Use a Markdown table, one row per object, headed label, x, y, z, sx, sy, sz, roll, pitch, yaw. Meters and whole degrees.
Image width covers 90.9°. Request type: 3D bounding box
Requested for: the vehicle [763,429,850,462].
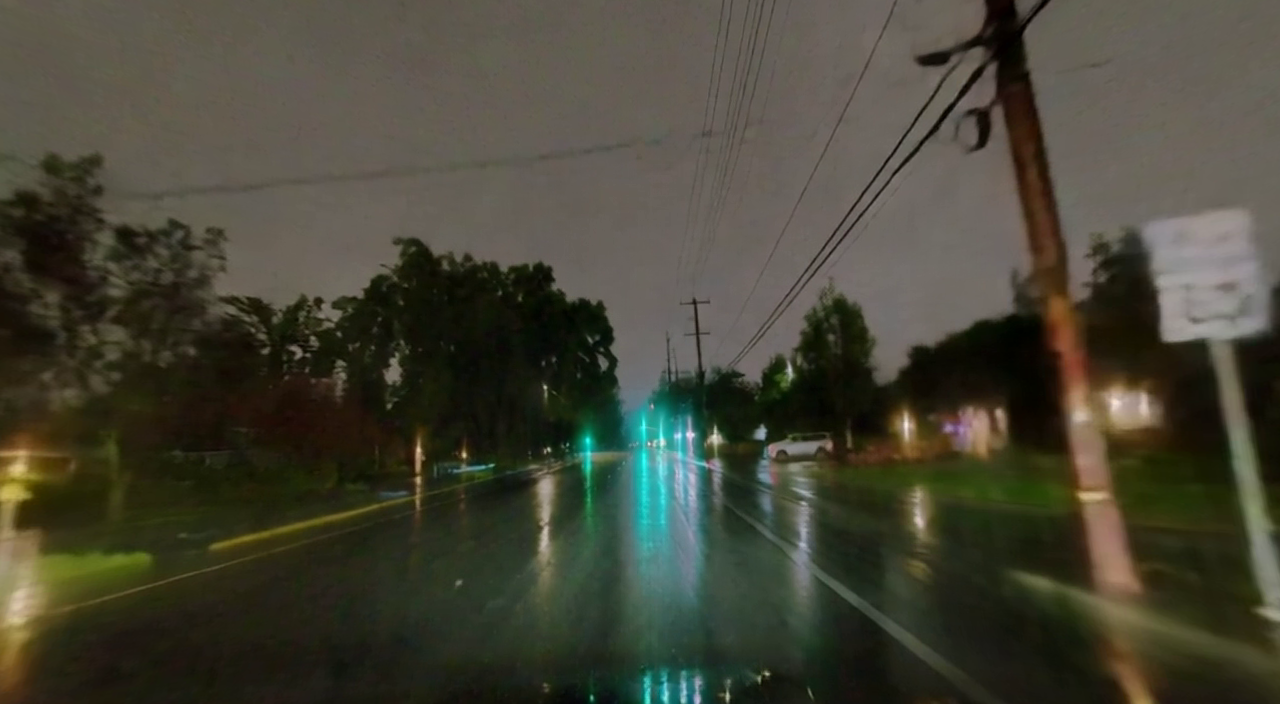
| label | x | y | z | sx | sy | sz | roll | pitch | yaw |
| --- | --- | --- | --- | --- | --- | --- | --- | --- | --- |
| vehicle | 9.648 | 5.497 | 36.868 | 4.494 | 1.850 | 2.027 | 0 | -9 | 0 |
